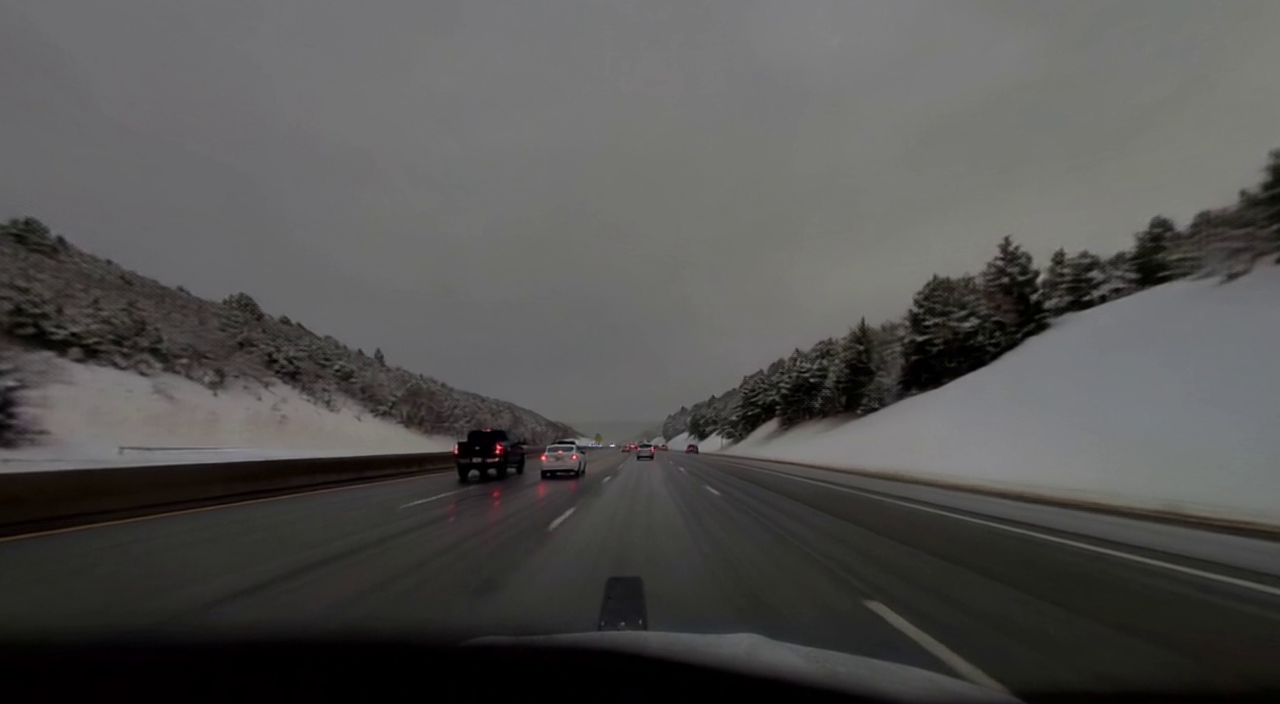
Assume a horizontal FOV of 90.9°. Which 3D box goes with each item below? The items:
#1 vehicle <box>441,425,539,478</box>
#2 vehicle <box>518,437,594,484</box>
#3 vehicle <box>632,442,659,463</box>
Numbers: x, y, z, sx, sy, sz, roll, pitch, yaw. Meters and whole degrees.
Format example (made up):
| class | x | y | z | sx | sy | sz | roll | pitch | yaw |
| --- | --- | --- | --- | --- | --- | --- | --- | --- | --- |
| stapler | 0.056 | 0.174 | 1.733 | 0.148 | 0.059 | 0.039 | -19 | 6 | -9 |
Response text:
| class | x | y | z | sx | sy | sz | roll | pitch | yaw |
| --- | --- | --- | --- | --- | --- | --- | --- | --- | --- |
| vehicle | -6.445 | 4.404 | 28.137 | 2.589 | 2.063 | 6.206 | 0 | -8 | 2 |
| vehicle | -2.971 | 3.967 | 23.347 | 2.091 | 1.552 | 4.516 | 0 | -8 | 1 |
| vehicle | 0.454 | 7.755 | 48.852 | 2.031 | 1.566 | 3.904 | 0 | -8 | 1 |
